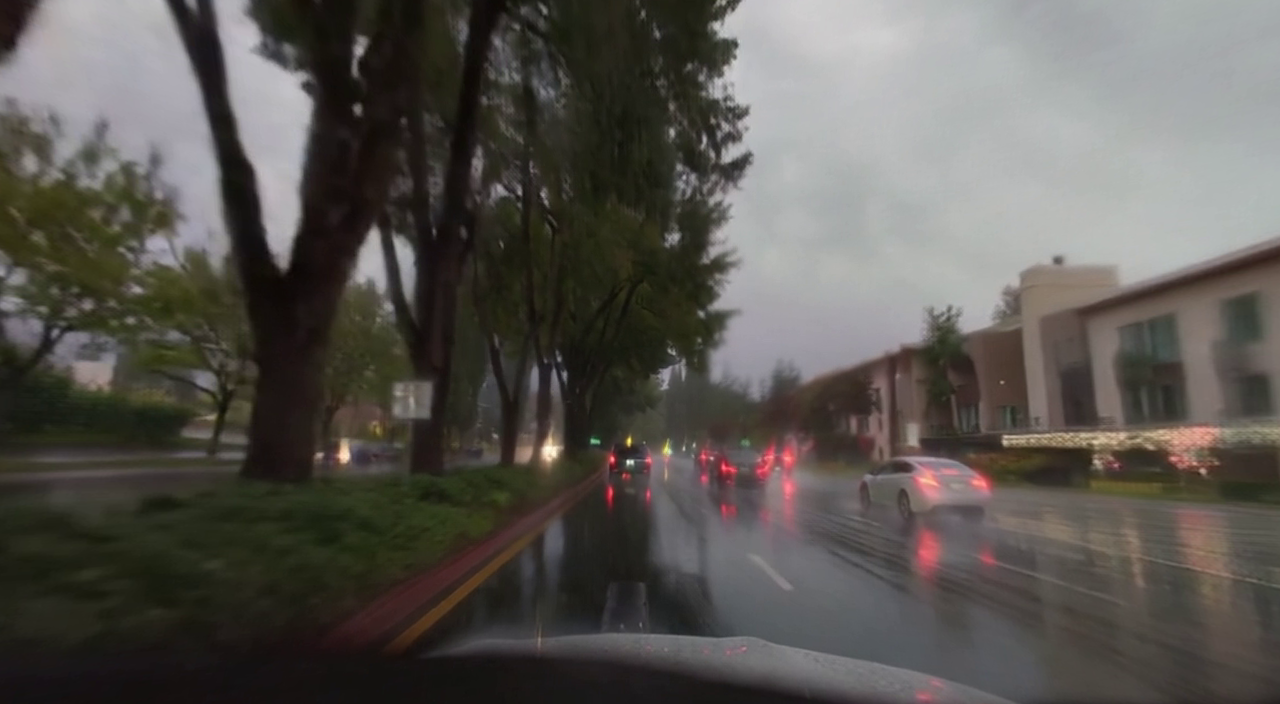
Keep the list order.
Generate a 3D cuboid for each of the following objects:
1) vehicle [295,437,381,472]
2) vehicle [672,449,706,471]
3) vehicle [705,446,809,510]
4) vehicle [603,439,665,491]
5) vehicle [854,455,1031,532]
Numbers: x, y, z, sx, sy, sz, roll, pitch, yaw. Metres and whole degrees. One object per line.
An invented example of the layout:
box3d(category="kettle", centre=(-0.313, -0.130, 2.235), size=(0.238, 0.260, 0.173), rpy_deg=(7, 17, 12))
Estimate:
box3d(category="vehicle", centre=(-15.746, 5.368, 33.050), size=(2.100, 1.708, 4.567), rpy_deg=(0, -9, 2))
box3d(category="vehicle", centre=(3.417, 7.624, 44.659), size=(2.012, 1.462, 4.163), rpy_deg=(0, -9, -1))
box3d(category="vehicle", centre=(3.002, 3.325, 17.114), size=(1.932, 1.510, 4.168), rpy_deg=(0, -9, -1))
box3d(category="vehicle", centre=(-0.207, 4.007, 22.615), size=(2.008, 1.674, 4.239), rpy_deg=(0, -9, 0))
box3d(category="vehicle", centre=(6.712, 3.150, 14.579), size=(1.944, 1.458, 4.268), rpy_deg=(0, -9, 0))
